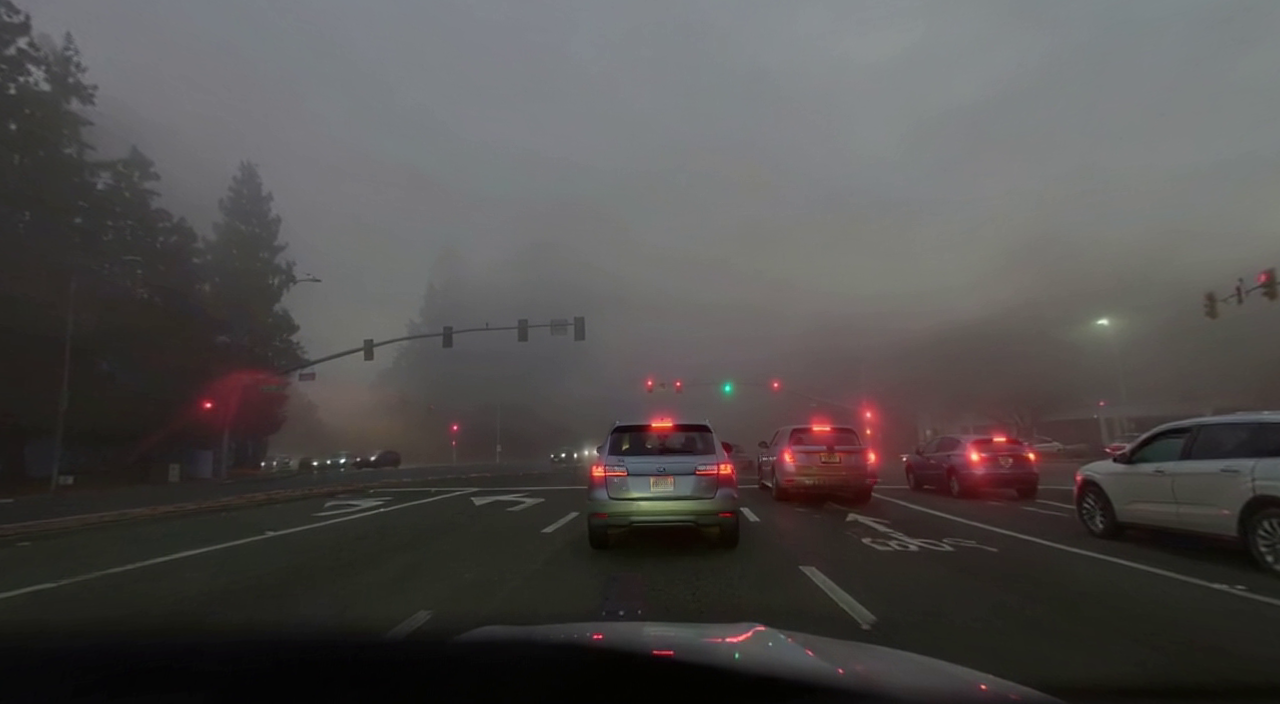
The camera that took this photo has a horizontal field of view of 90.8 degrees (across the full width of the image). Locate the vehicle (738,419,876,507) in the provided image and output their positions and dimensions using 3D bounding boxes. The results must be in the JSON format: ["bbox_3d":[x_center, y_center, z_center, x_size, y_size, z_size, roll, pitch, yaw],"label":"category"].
[{"bbox_3d":[3.774,2.631,15.326,2.188,1.774,4.646,-1,-9,2],"label":"vehicle"}]

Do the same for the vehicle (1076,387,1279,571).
[{"bbox_3d":[7.372,1.351,6.898,2.074,1.791,4.393,0,-9,1],"label":"vehicle"}]

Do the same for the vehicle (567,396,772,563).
[{"bbox_3d":[0.276,1.694,9.009,2.211,1.795,4.179,0,-9,-1],"label":"vehicle"}]

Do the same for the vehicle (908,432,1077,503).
[{"bbox_3d":[8.297,2.754,15.419,1.862,1.471,4.297,-1,-9,4],"label":"vehicle"}]
